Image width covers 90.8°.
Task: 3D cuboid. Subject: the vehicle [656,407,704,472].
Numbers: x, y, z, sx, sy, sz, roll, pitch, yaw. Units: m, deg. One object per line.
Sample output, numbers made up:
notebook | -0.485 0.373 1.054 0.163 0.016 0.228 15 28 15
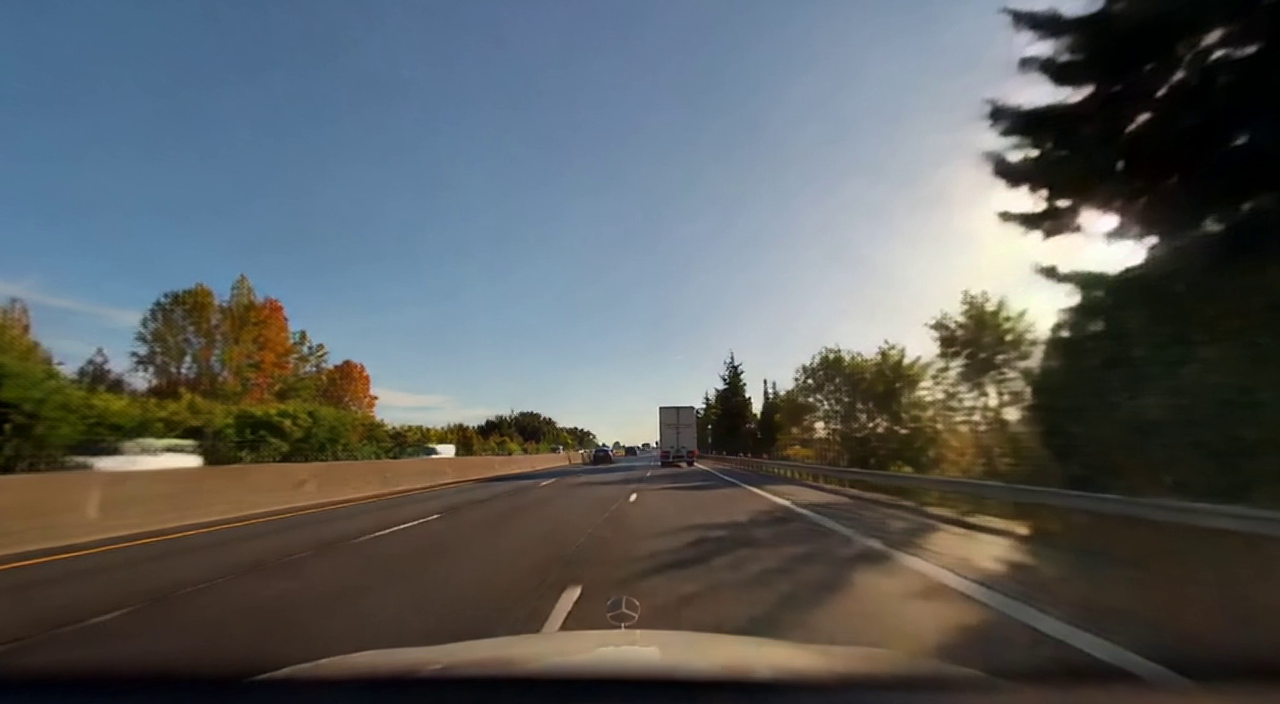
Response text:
vehicle | 2.713 6.577 46.555 2.901 4.032 14.338 0 -9 2
